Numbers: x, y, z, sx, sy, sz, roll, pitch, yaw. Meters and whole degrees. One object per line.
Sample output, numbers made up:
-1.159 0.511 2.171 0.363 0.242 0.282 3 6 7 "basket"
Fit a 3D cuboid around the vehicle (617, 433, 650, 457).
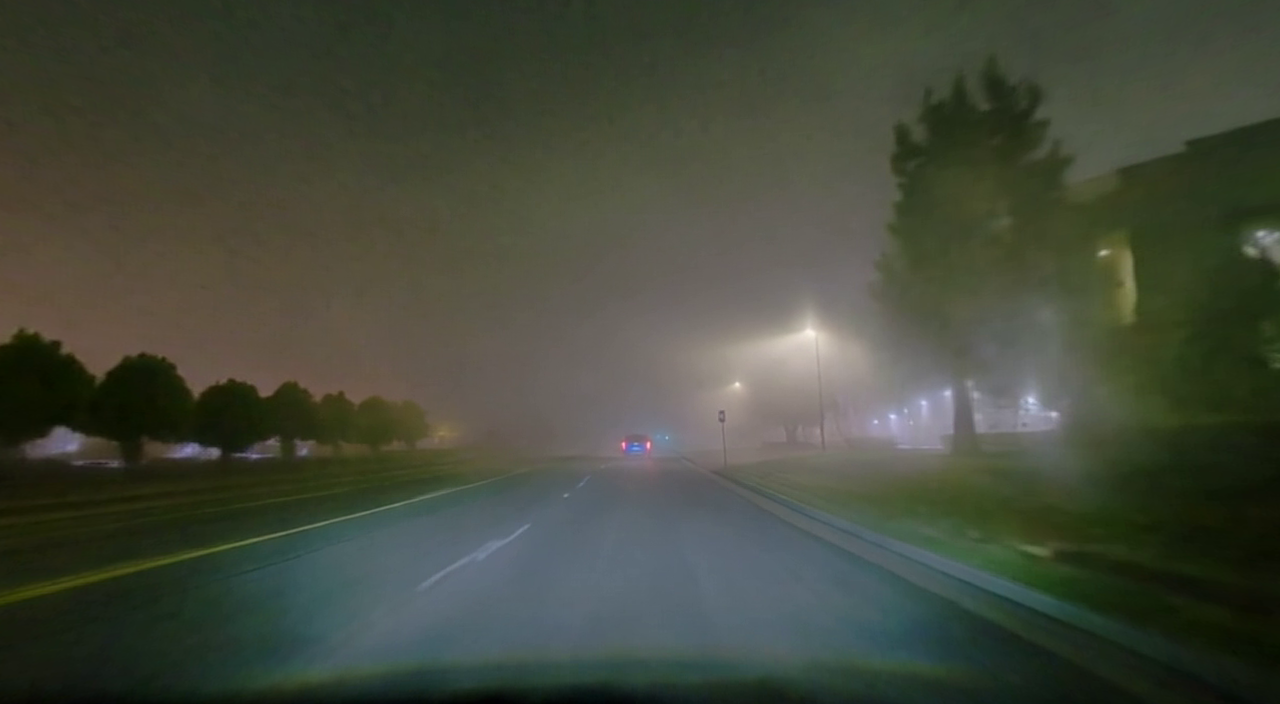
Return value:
-0.450 7.265 49.125 2.370 1.781 4.440 0 -9 2 "vehicle"
